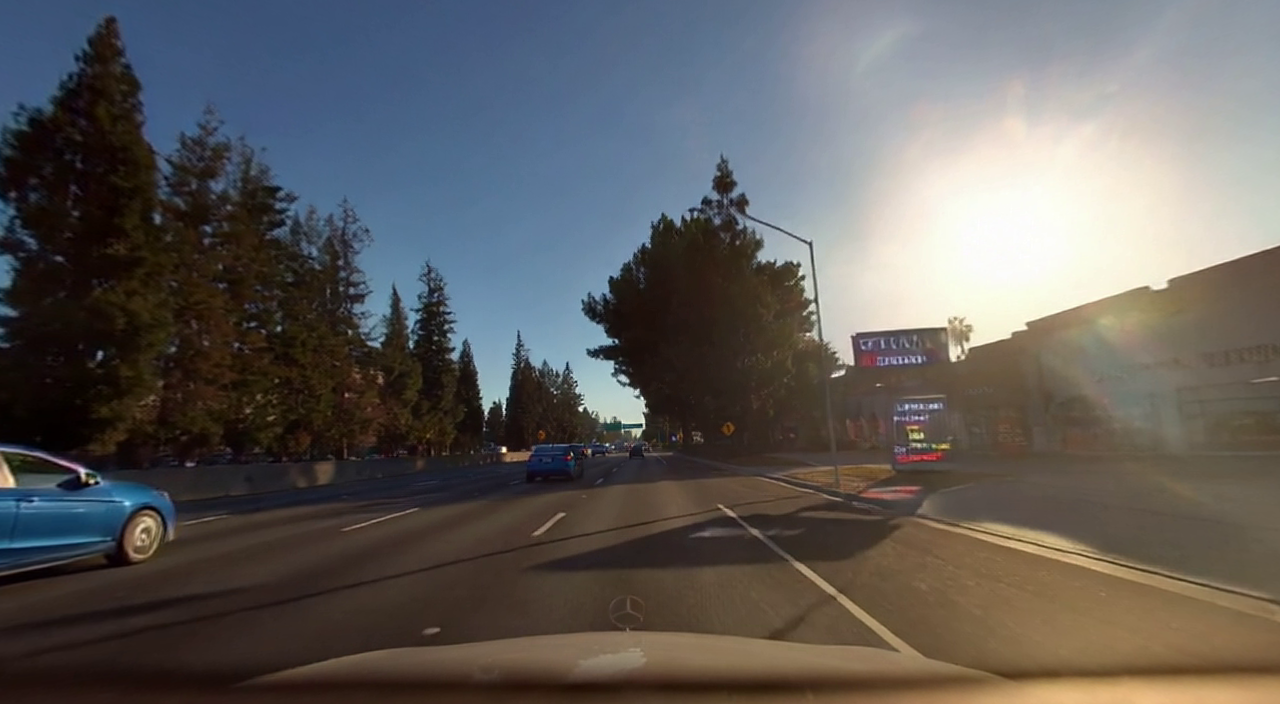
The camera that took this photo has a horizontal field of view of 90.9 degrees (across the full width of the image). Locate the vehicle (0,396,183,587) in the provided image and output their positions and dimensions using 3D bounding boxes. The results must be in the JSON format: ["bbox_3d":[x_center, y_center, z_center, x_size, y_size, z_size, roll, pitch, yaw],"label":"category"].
[{"bbox_3d":[-6.865,1.266,5.700,2.043,1.726,4.472,0,-9,0],"label":"vehicle"}]

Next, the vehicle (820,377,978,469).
[{"bbox_3d":[12.100,3.692,31.127,2.995,3.704,10.928,0,-9,-1],"label":"vehicle"}]

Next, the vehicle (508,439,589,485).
[{"bbox_3d":[-3.193,3.955,22.981,2.152,1.479,4.394,0,-9,1],"label":"vehicle"}]
